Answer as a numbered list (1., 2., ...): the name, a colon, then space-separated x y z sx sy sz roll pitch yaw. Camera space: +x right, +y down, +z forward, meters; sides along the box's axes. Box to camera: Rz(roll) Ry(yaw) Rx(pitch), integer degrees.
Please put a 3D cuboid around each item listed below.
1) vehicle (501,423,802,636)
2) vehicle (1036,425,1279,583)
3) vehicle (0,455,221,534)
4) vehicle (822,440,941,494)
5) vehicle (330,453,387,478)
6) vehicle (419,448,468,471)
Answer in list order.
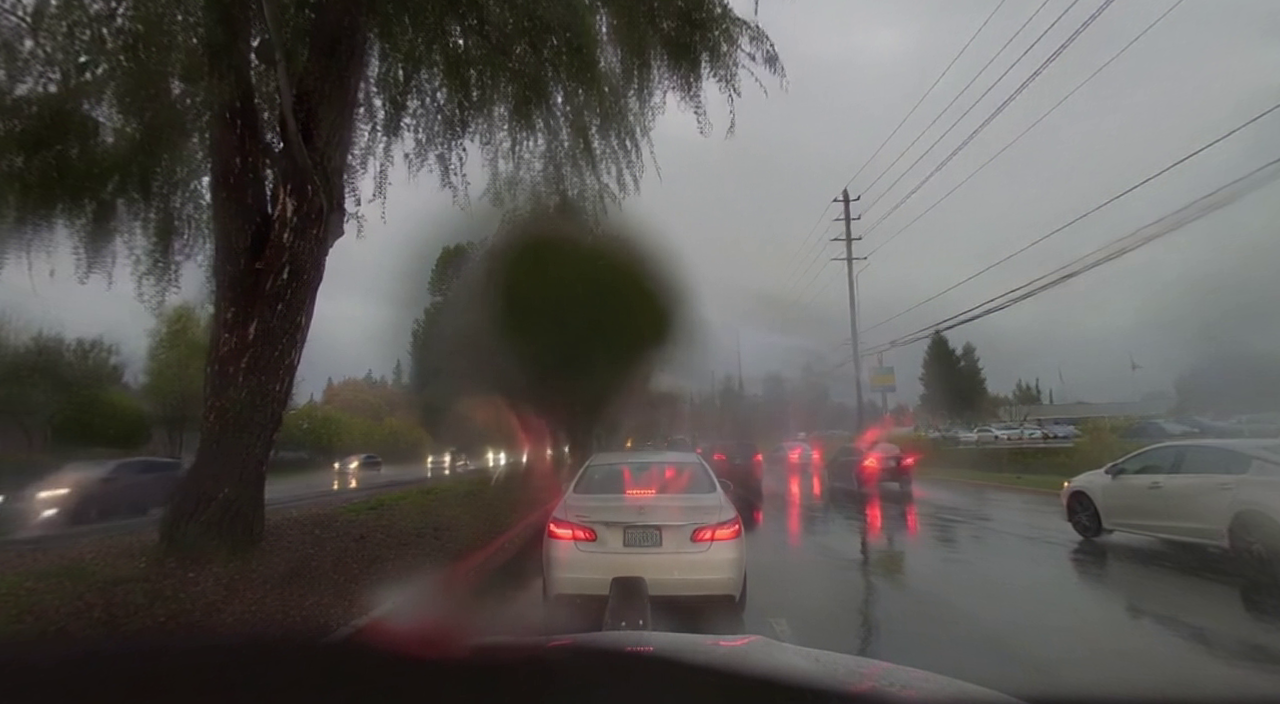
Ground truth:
1. vehicle: 0.070 1.540 6.472 2.108 1.479 3.935 0 -8 0
2. vehicle: 6.996 1.645 7.378 1.850 1.480 4.474 0 -8 1
3. vehicle: -12.024 3.117 14.416 1.804 1.430 4.456 0 -8 1
4. vehicle: 7.337 3.512 19.732 1.899 1.458 4.499 0 -8 0
5. vehicle: -19.130 7.717 43.137 1.853 1.489 4.449 0 -8 0
6. vehicle: -15.136 8.273 48.839 2.291 1.682 4.835 0 -8 0
